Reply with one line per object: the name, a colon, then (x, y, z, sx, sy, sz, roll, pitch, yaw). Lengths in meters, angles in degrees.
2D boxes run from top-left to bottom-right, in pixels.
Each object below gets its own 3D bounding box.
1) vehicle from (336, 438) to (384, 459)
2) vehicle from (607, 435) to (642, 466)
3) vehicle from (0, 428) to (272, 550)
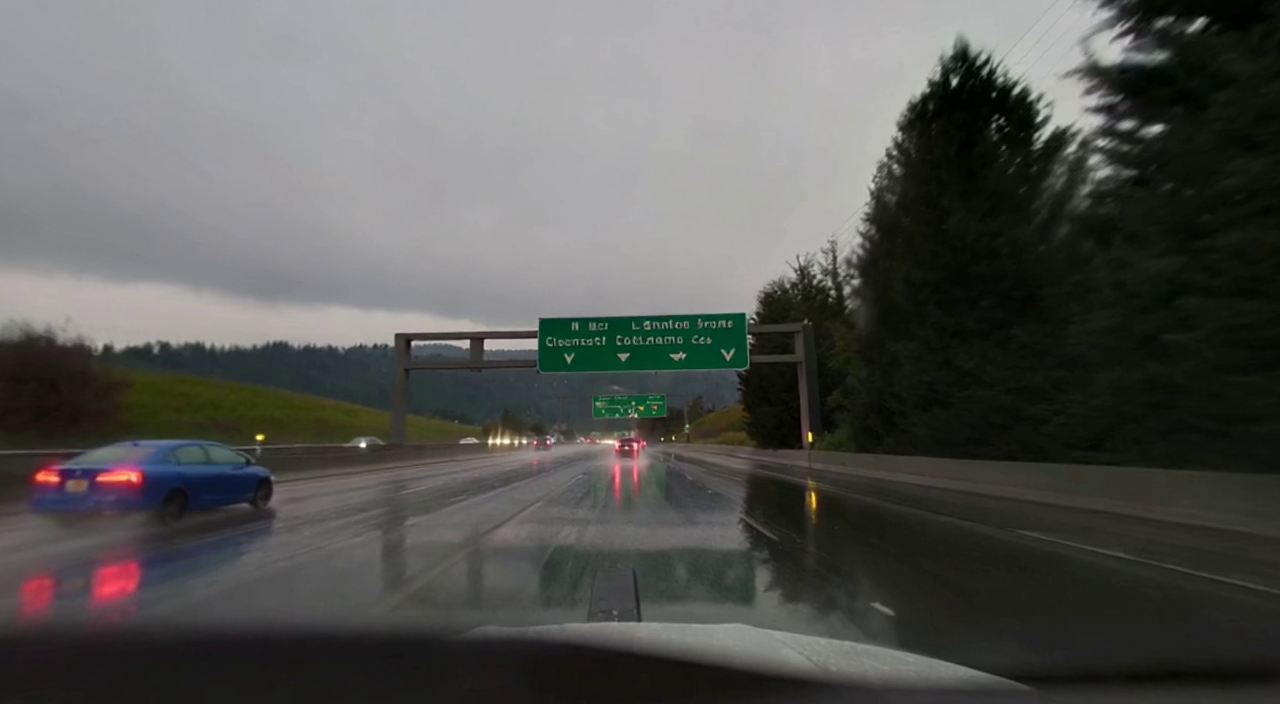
vehicle: (-20.124, 6.928, 45.331, 1.750, 1.449, 3.748, 0, -8, -1)
vehicle: (-0.935, 5.949, 38.142, 2.040, 1.715, 3.906, 0, -8, -1)
vehicle: (-8.146, 2.002, 9.966, 2.047, 1.486, 4.306, 0, -8, -1)
